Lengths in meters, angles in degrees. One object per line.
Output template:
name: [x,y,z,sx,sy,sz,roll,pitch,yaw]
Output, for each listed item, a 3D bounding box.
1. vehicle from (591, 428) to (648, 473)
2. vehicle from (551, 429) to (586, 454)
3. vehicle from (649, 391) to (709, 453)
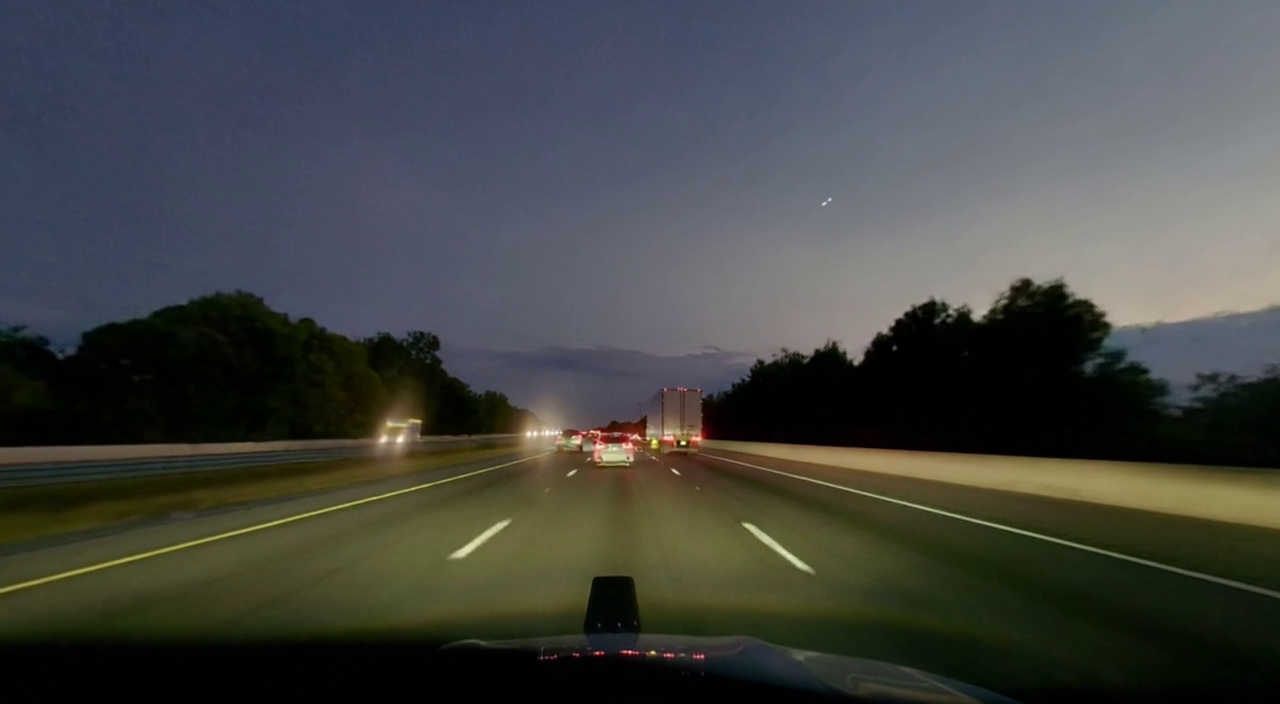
vehicle: [-0.826,3.844,24.742,2.048,1.563,4.087,0,-8,-2]
vehicle: [-5.402,6.827,47.917,2.234,1.773,5.134,0,-8,-2]
vehicle: [2.691,5.690,49.260,2.946,4.111,14.652,0,-8,-3]
